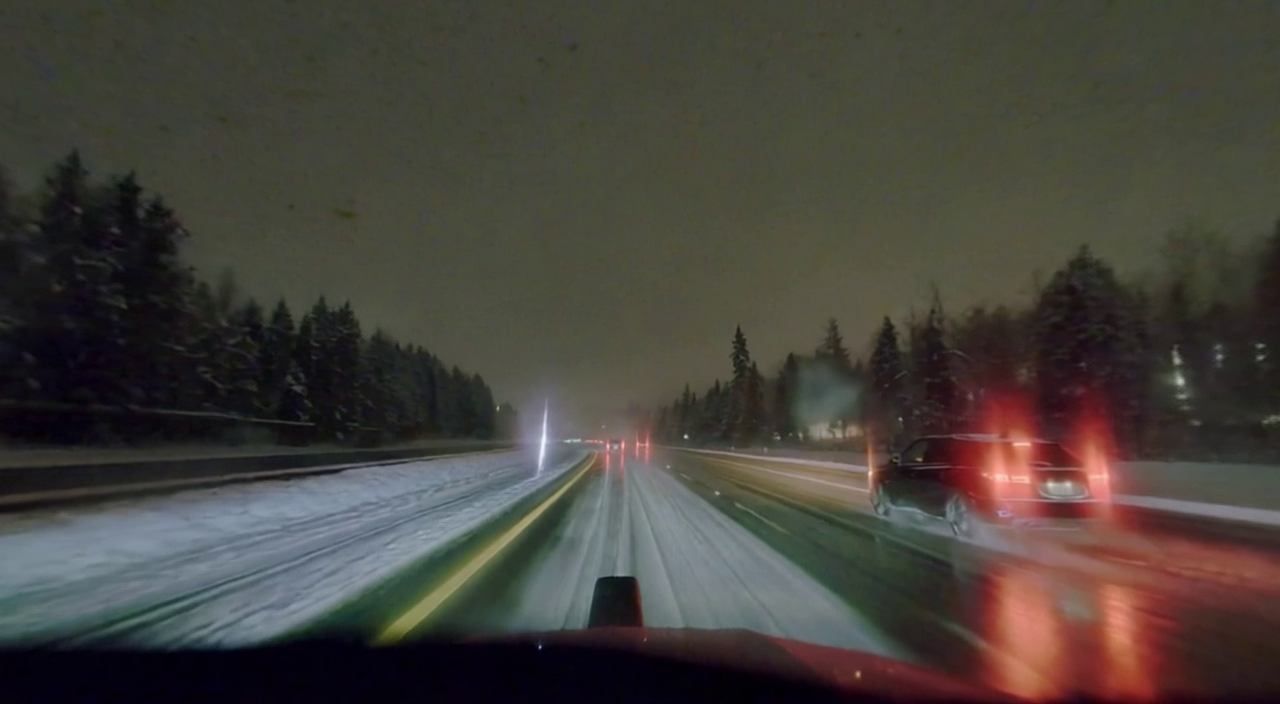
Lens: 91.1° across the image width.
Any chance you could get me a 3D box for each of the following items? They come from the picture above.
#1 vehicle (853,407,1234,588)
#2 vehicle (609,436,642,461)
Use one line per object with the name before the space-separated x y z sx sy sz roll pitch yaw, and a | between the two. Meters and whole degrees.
vehicle | 4.055 1.481 7.202 1.852 1.513 3.652 0 -8 -1
vehicle | -0.963 6.141 40.203 1.998 1.512 3.735 0 -8 -3
